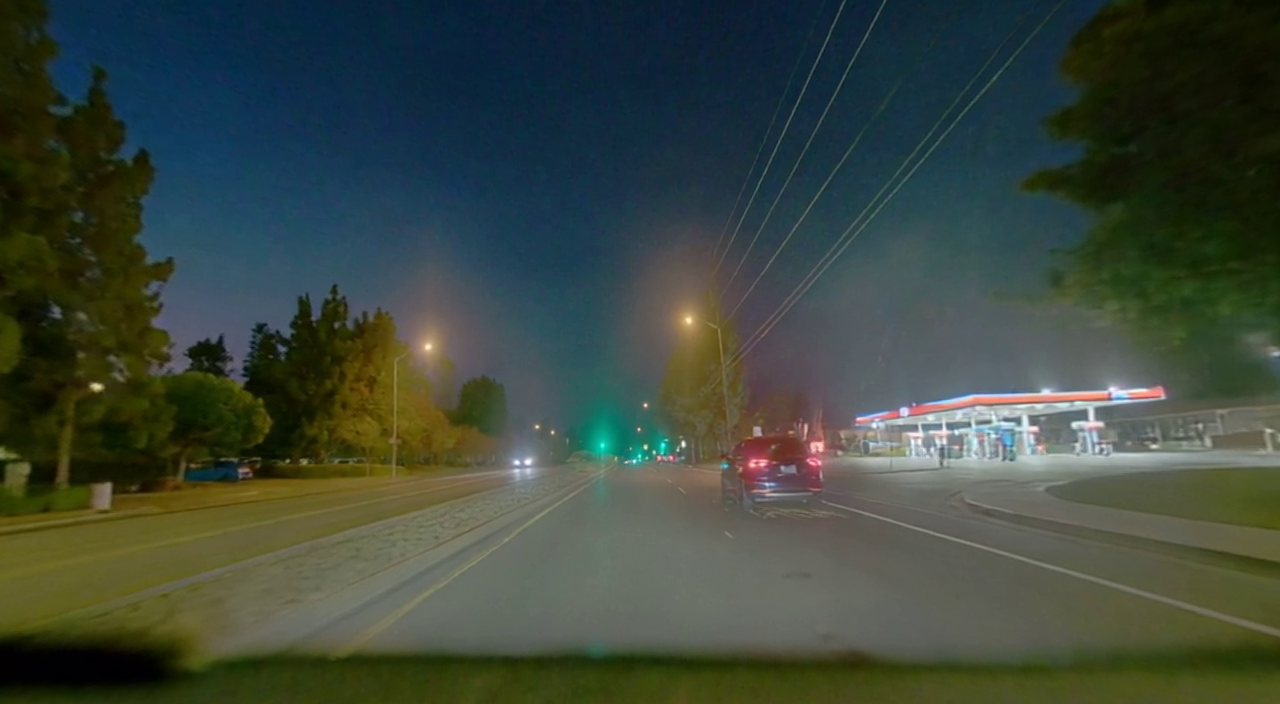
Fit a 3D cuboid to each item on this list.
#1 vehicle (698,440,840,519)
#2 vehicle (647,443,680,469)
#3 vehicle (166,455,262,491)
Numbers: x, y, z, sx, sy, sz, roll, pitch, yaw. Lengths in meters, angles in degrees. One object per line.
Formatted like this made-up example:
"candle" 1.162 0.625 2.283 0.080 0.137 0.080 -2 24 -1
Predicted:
"vehicle" 2.675 2.771 14.289 2.061 1.475 4.296 0 -9 -3
"vehicle" 1.710 7.858 47.817 2.115 1.840 4.777 0 -9 -3
"vehicle" -24.552 6.984 36.703 2.082 1.829 5.094 -1 -9 -1
